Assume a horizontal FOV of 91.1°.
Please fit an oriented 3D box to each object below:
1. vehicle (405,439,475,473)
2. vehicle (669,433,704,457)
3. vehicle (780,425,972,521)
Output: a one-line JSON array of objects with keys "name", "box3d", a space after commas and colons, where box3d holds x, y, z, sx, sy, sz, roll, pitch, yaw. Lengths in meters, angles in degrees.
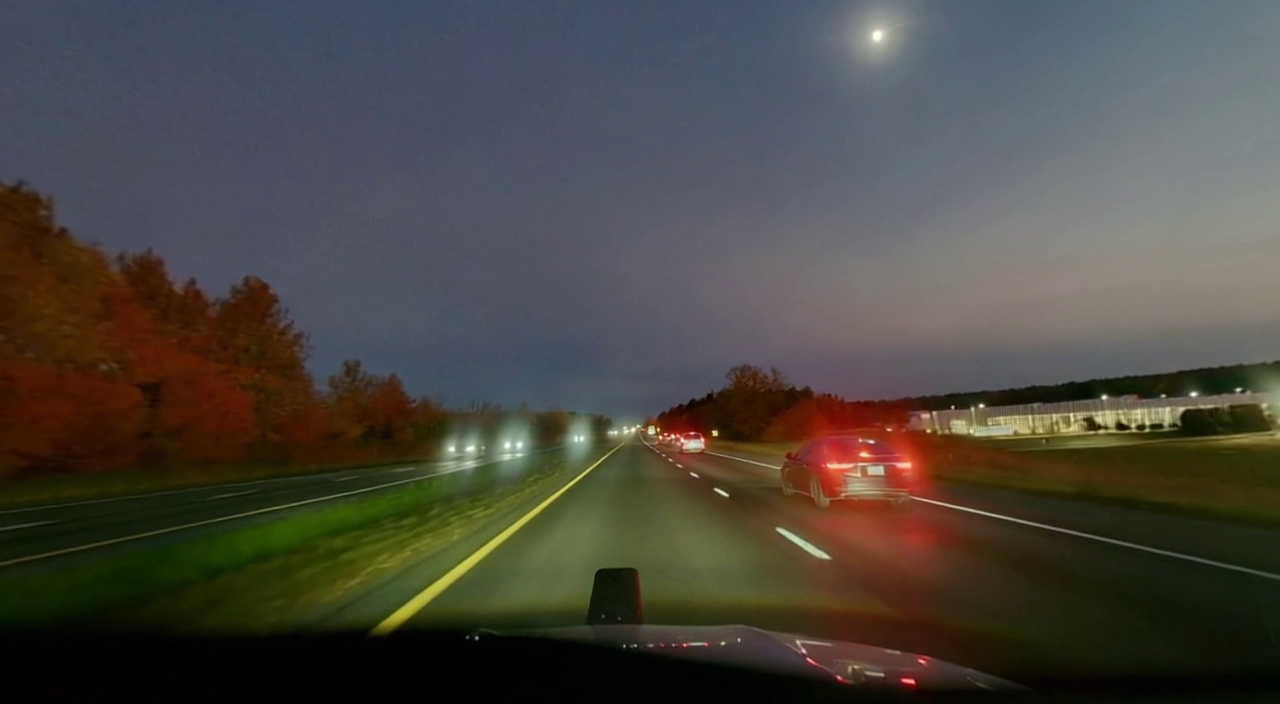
[{"name": "vehicle", "box3d": [-9.343, 4.879, 29.776, 1.886, 1.485, 4.481, 0, -8, -1]}, {"name": "vehicle", "box3d": [3.189, 6.496, 43.912, 2.057, 1.540, 4.158, 0, -8, -1]}, {"name": "vehicle", "box3d": [4.277, 2.247, 12.253, 2.024, 1.516, 4.197, 0, -8, -1]}]
